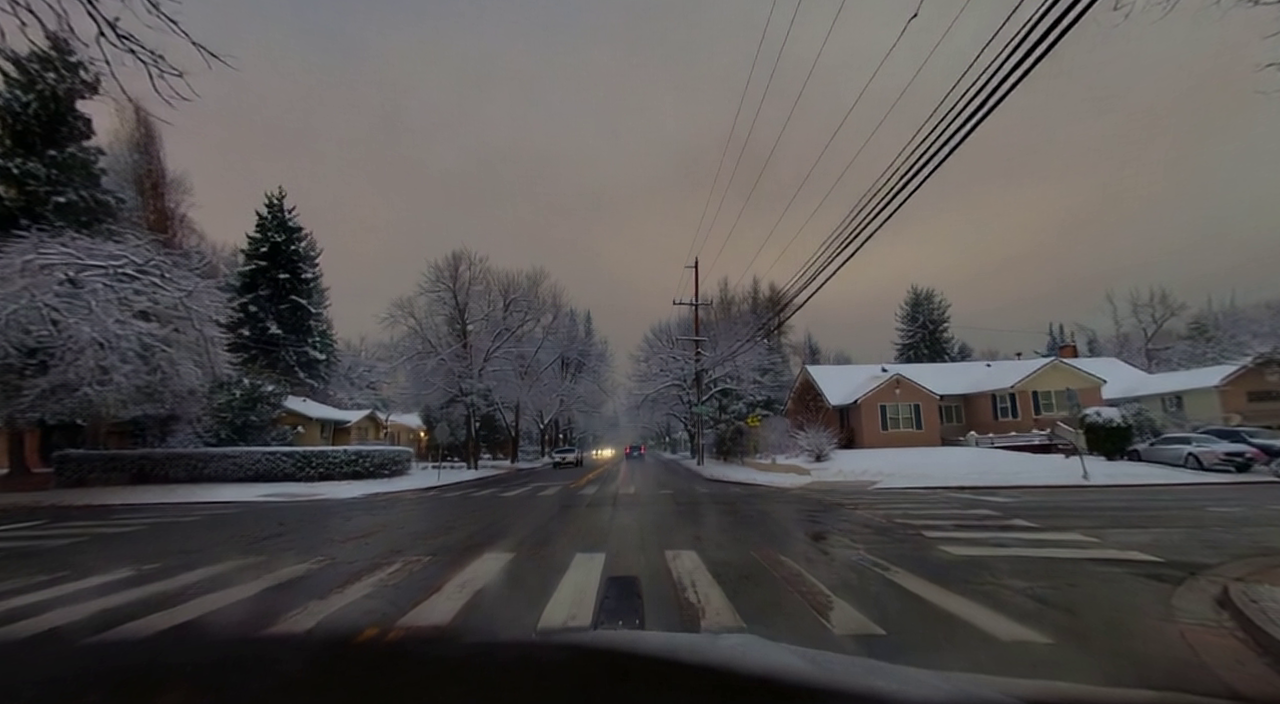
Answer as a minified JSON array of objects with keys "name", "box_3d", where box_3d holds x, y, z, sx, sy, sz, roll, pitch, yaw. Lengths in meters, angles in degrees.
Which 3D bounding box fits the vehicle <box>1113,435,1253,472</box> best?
[{"name":"vehicle","box_3d":[23.428,4.397,27.561,1.841,1.448,4.688,0,-9,-1]}]

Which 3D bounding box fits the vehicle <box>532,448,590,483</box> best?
[{"name":"vehicle","box_3d":[-3.614,5.246,29.487,2.102,1.463,4.024,0,-9,1]}]
